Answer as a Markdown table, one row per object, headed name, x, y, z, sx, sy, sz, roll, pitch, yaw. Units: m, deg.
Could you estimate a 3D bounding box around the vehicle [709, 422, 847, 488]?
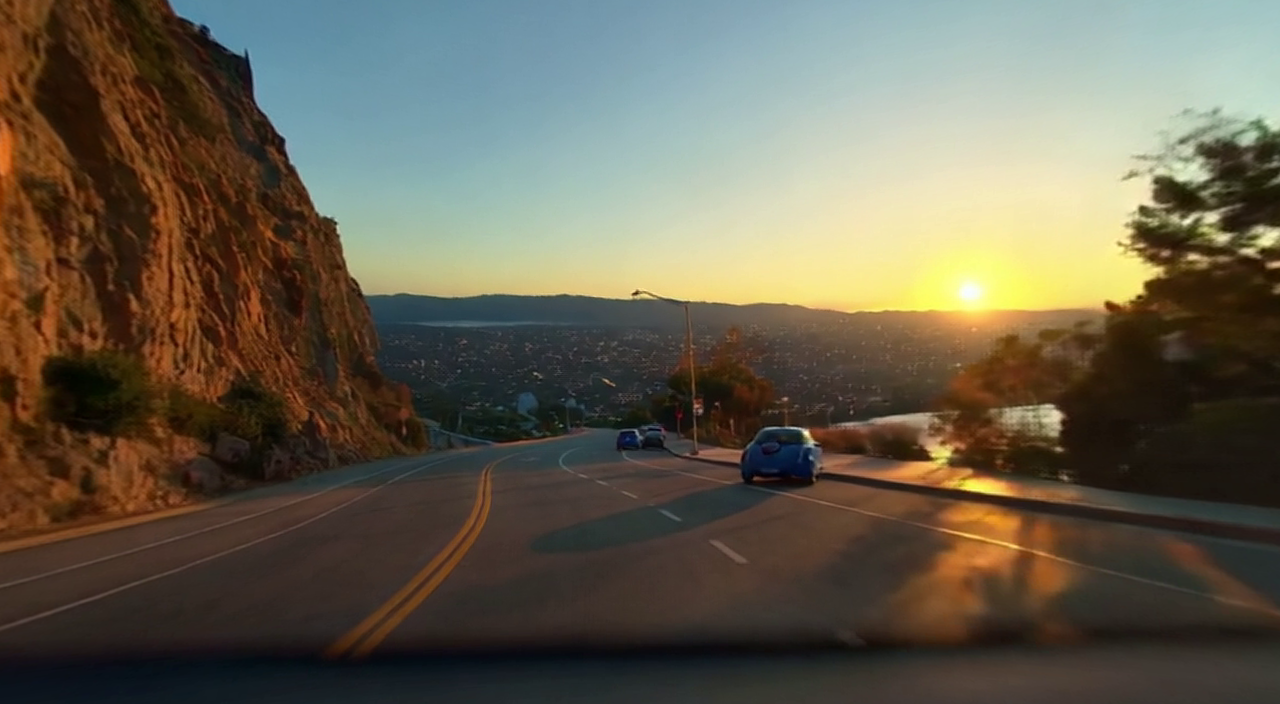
| name | x | y | z | sx | sy | sz | roll | pitch | yaw |
| --- | --- | --- | --- | --- | --- | --- | --- | --- | --- |
| vehicle | 4.126 | 2.969 | 18.414 | 2.064 | 1.667 | 4.453 | -7 | -11 | 38 |
